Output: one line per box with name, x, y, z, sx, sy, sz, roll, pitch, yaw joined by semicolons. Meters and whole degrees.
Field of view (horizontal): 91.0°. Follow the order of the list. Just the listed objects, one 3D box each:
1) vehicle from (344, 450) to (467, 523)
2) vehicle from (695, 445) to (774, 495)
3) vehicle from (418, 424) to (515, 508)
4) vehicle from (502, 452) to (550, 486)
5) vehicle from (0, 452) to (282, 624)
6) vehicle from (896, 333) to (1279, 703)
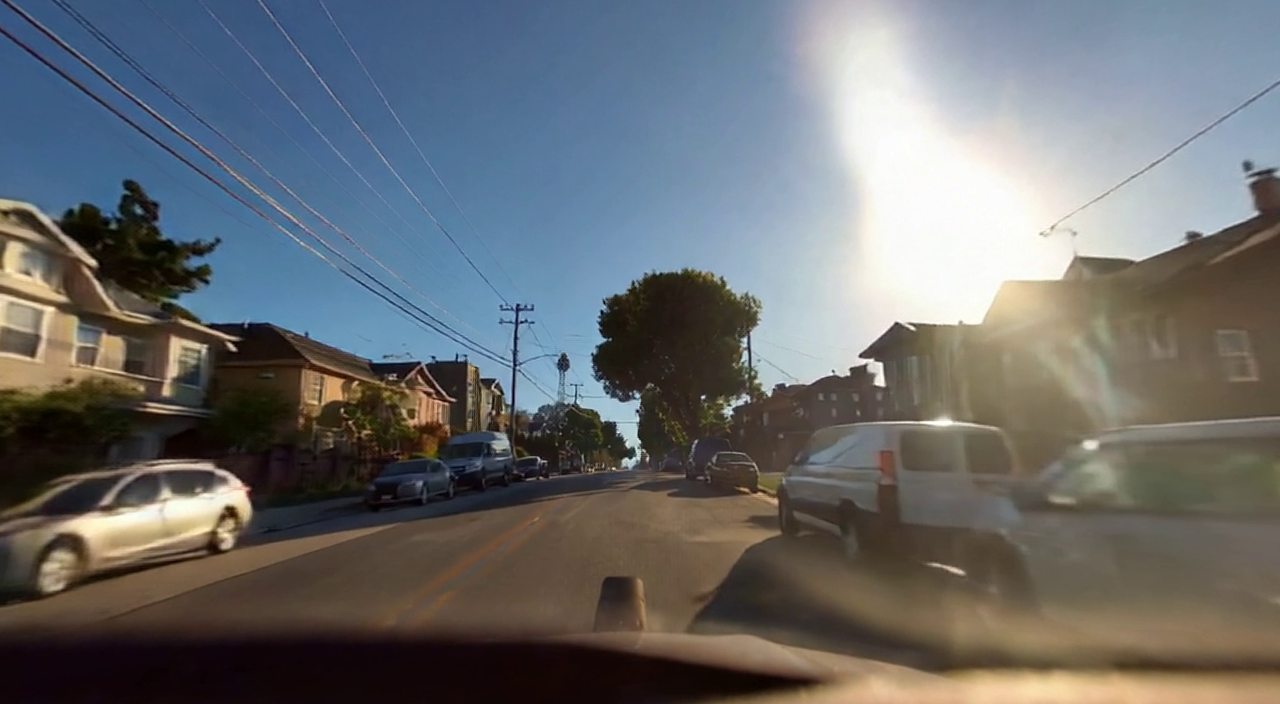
vehicle;-6.950;3.974;19.212;2.027;1.563;4.594;-2;-5;0
vehicle;2.992;3.839;20.902;1.796;1.449;4.373;0;-9;-2
vehicle;-7.018;4.566;26.280;2.508;2.712;5.809;-1;-3;0
vehicle;-6.997;7.169;39.007;2.057;1.632;4.730;0;-5;0
vehicle;-6.853;2.121;8.096;1.874;1.569;4.318;1;-10;1
vehicle;3.215;0.951;2.980;2.013;1.775;4.570;0;-8;-1
